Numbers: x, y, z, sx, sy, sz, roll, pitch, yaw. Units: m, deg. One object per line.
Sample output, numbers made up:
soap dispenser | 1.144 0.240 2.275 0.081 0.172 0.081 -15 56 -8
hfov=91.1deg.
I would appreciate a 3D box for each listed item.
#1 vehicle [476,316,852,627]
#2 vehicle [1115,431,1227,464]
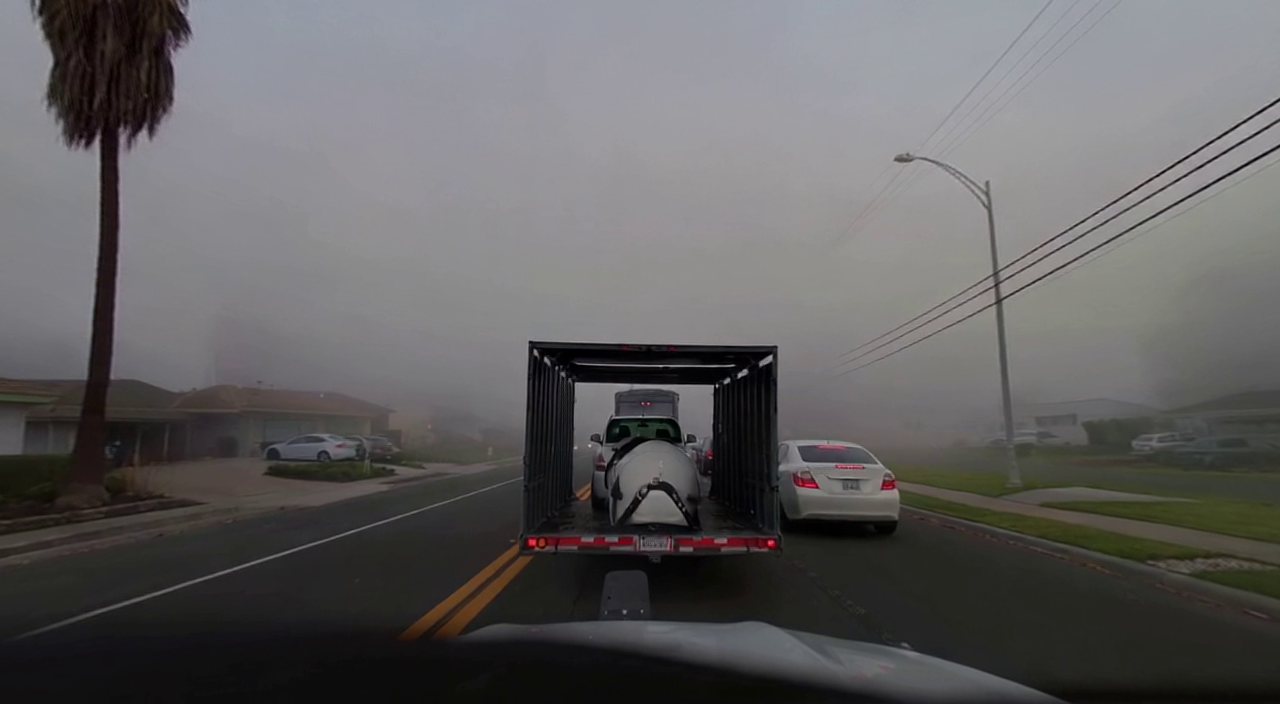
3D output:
vehicle | 0.148 1.331 7.945 2.728 2.305 6.506 0 -8 0
vehicle | 28.555 5.163 33.942 4.193 1.633 1.928 -4 -9 26
